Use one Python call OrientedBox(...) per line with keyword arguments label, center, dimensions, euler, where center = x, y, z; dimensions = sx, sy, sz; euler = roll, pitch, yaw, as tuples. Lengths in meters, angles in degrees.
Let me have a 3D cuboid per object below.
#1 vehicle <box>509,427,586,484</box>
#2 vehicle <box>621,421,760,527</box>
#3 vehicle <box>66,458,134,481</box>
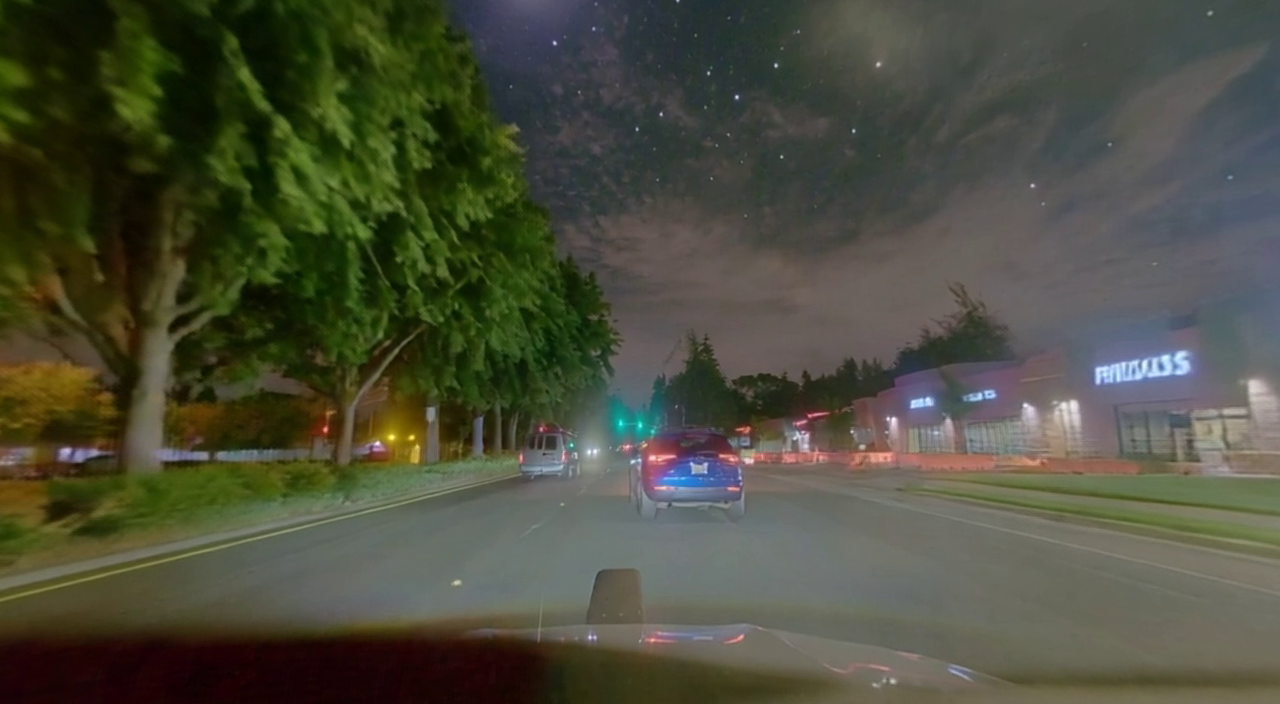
OrientedBox(label="vehicle", center=(-3.588, 4.186, 25.780), dimensions=(2.357, 2.063, 5.488), euler=(0, -8, 0))
OrientedBox(label="vehicle", center=(0.769, 2.327, 12.572), dimensions=(2.168, 1.725, 4.192), euler=(0, -9, -4))
OrientedBox(label="vehicle", center=(-38.343, 8.329, 45.004), dimensions=(1.821, 1.463, 4.434), euler=(2, -9, -15))
